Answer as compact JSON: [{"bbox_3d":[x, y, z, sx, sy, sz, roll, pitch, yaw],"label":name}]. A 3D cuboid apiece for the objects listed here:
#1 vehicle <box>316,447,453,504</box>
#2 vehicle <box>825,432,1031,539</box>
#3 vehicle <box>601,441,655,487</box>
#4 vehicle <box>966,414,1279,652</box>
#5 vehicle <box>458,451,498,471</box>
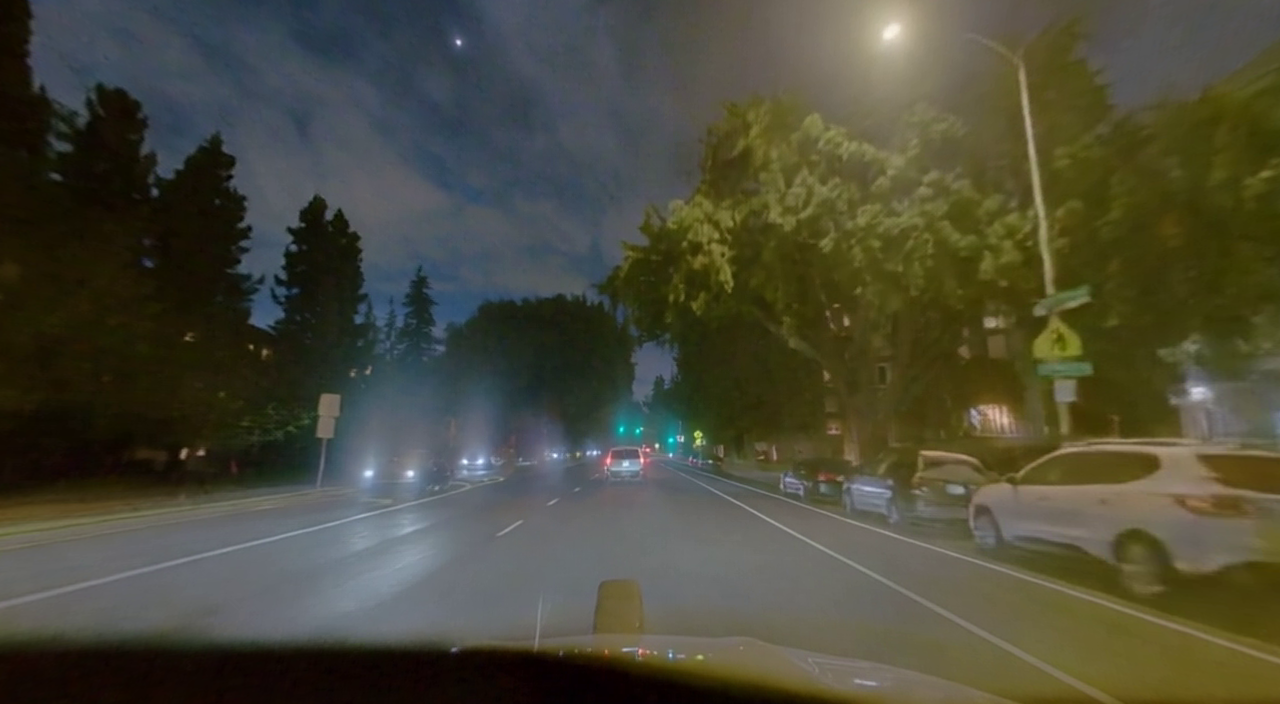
[{"bbox_3d":[-7.426,3.613,19.043,2.105,1.474,4.808,0,-9,0],"label":"vehicle"},{"bbox_3d":[5.572,2.618,13.111,1.943,1.778,4.778,0,-9,-1],"label":"vehicle"},{"bbox_3d":[-0.469,4.589,26.200,2.070,1.698,3.925,0,-9,0],"label":"vehicle"},{"bbox_3d":[5.770,1.655,6.783,2.082,1.736,4.561,0,-9,0],"label":"vehicle"},{"bbox_3d":[-12.475,8.420,48.965,1.890,1.473,4.419,0,-9,0],"label":"vehicle"}]
